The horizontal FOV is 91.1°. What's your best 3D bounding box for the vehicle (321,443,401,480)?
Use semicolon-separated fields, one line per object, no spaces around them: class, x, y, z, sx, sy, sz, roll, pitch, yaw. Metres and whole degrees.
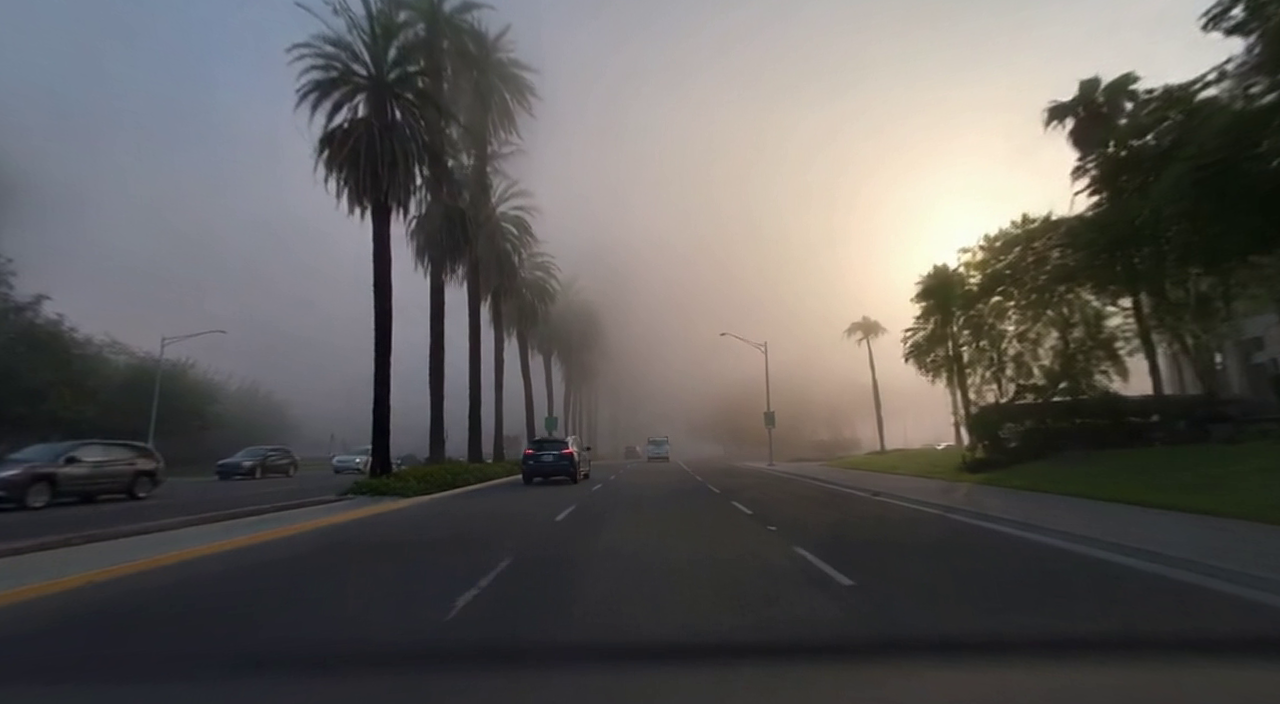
vehicle;-15.774;6.180;35.800;2.142;1.913;4.745;0;-8;3

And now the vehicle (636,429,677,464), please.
vehicle;1.368;7.351;48.672;2.758;2.550;4.206;0;-9;7

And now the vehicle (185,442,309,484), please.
vehicle;-20.117;5.685;32.616;2.425;1.960;5.936;0;-8;2

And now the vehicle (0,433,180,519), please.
vehicle;-15.654;3.128;16.418;2.557;1.912;5.960;0;-8;2

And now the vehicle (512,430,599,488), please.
vehicle;-2.857;3.745;22.337;2.188;1.819;4.667;0;-8;3
